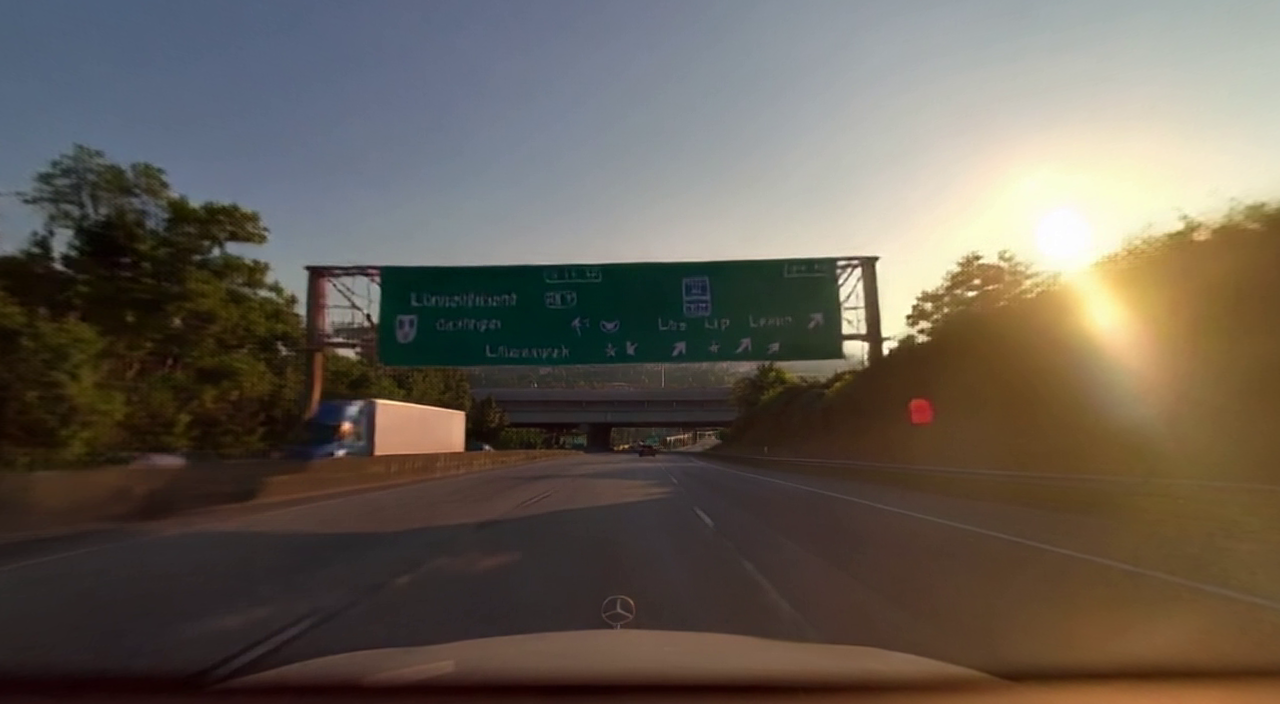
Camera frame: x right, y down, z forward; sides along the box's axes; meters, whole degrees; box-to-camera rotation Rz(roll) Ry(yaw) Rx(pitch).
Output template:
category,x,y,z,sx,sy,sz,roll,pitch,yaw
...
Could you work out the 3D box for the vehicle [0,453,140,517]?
category,x,y,z,sx,sy,sz,roll,pitch,yaw
vehicle,-17.096,3.710,18.057,1.794,1.517,4.540,0,-8,-1
